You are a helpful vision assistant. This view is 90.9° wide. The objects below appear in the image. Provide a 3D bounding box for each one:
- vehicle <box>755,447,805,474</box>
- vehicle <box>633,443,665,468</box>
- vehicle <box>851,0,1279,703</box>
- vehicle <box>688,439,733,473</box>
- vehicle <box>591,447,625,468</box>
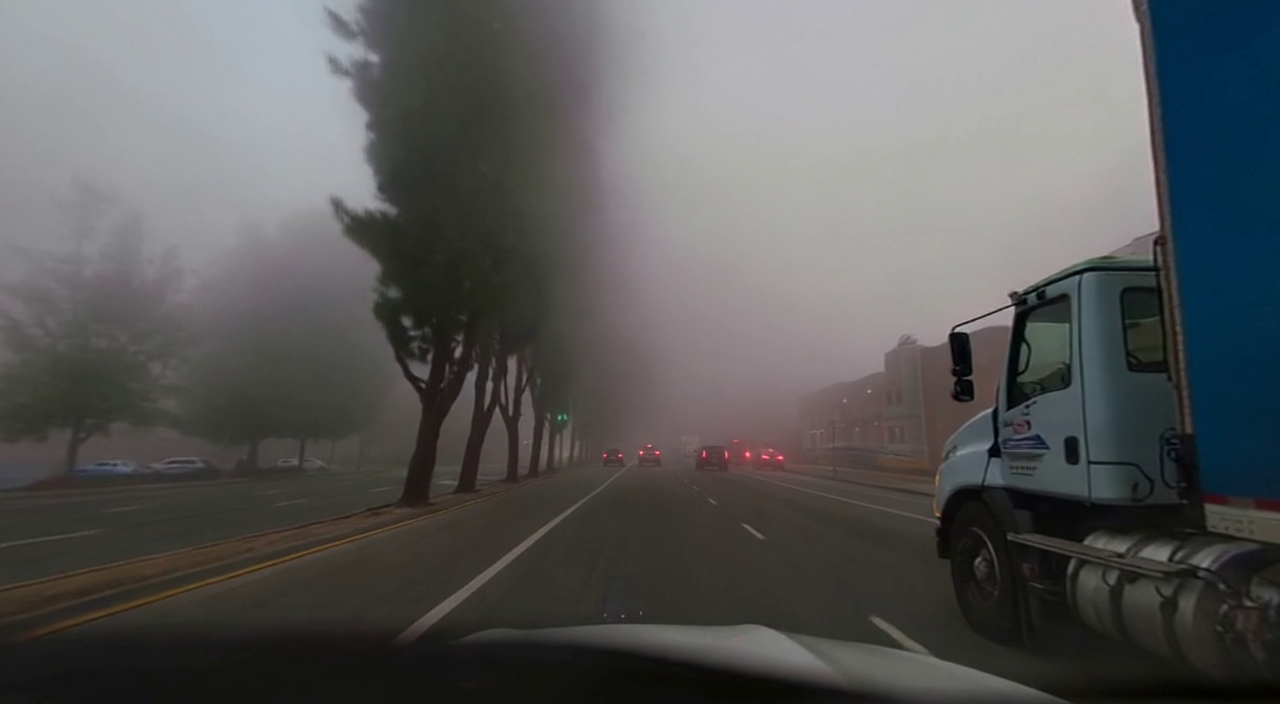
[{"bbox_3d":[8.346,6.510,37.930,2.006,1.484,4.289,0,-8,0],"label":"vehicle"},{"bbox_3d":[0.674,7.561,46.125,2.276,1.704,3.925,0,-8,1],"label":"vehicle"},{"bbox_3d":[3.596,-0.213,2.409,3.006,3.679,8.506,-1,-8,3],"label":"vehicle"},{"bbox_3d":[4.146,6.214,37.981,2.196,1.908,4.412,0,-8,0],"label":"vehicle"},{"bbox_3d":[-2.393,8.106,48.601,2.211,1.537,4.666,0,-8,2],"label":"vehicle"}]
